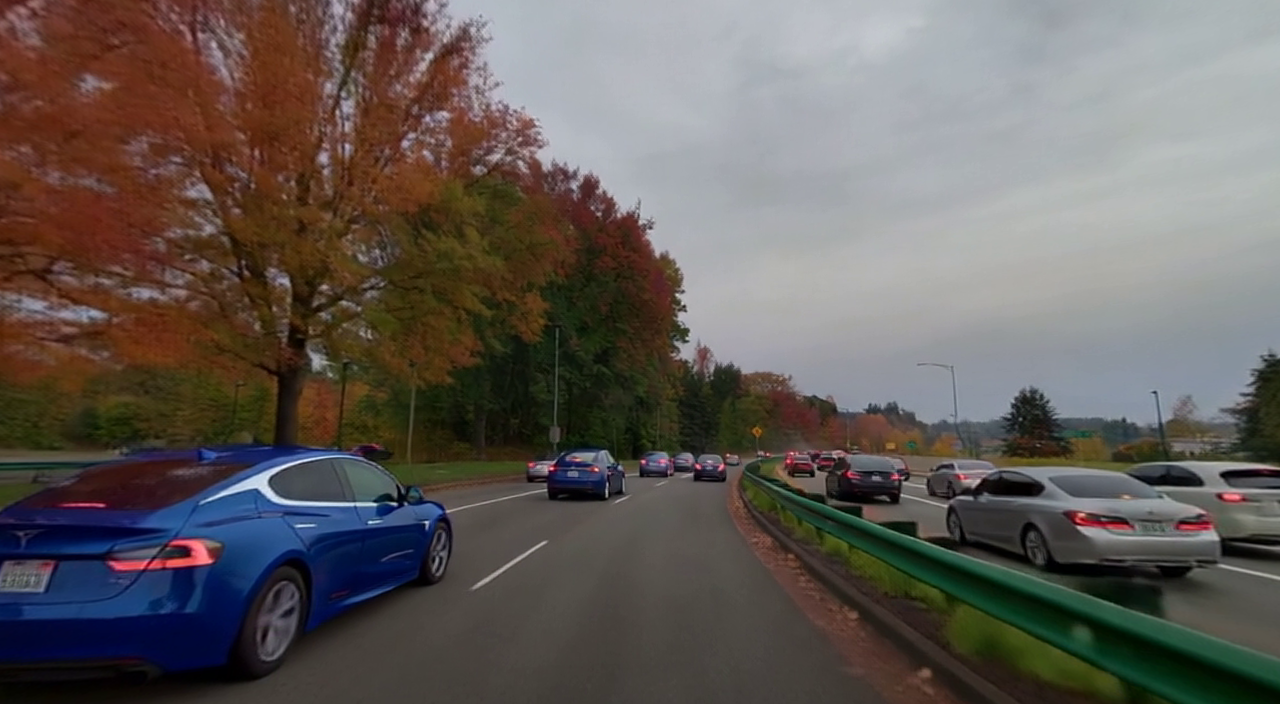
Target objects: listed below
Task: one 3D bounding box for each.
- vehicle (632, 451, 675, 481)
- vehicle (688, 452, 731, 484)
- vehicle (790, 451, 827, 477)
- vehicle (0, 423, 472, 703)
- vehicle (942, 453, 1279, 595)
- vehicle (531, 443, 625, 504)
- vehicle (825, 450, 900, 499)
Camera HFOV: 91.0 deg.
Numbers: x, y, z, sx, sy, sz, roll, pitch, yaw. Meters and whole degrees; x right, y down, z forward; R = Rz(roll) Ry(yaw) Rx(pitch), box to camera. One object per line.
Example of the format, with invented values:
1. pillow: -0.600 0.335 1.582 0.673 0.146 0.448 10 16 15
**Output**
1. vehicle: 0.875 6.633 36.978 1.930 1.635 4.260 -1 -9 9
2. vehicle: 3.689 5.984 32.828 2.015 1.506 4.276 -1 -9 9
3. vehicle: 11.429 7.618 42.934 1.890 1.610 4.045 -1 -9 8
4. vehicle: -3.065 1.433 5.223 1.921 1.503 4.317 0 -9 3
5. vehicle: 6.546 2.311 9.491 1.869 1.516 4.753 0 -9 3
6. vehicle: -1.795 3.757 19.958 1.979 1.663 4.513 -1 -9 7
7. vehicle: 8.300 4.556 23.824 1.768 1.634 4.064 0 -9 7
